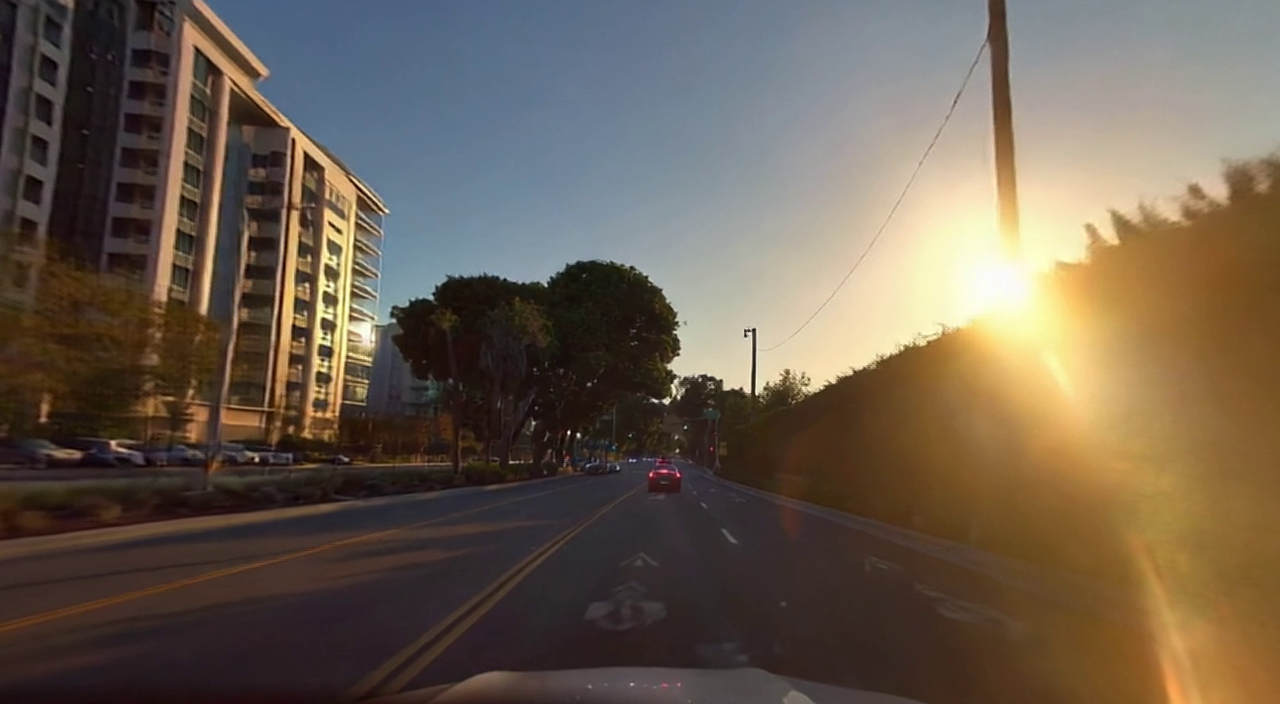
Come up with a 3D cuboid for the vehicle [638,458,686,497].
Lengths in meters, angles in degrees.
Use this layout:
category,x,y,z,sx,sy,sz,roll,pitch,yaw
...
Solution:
category,x,y,z,sx,sy,sz,roll,pitch,yaw
vehicle,1.087,5.794,29.102,2.067,1.629,3.858,0,-11,4
